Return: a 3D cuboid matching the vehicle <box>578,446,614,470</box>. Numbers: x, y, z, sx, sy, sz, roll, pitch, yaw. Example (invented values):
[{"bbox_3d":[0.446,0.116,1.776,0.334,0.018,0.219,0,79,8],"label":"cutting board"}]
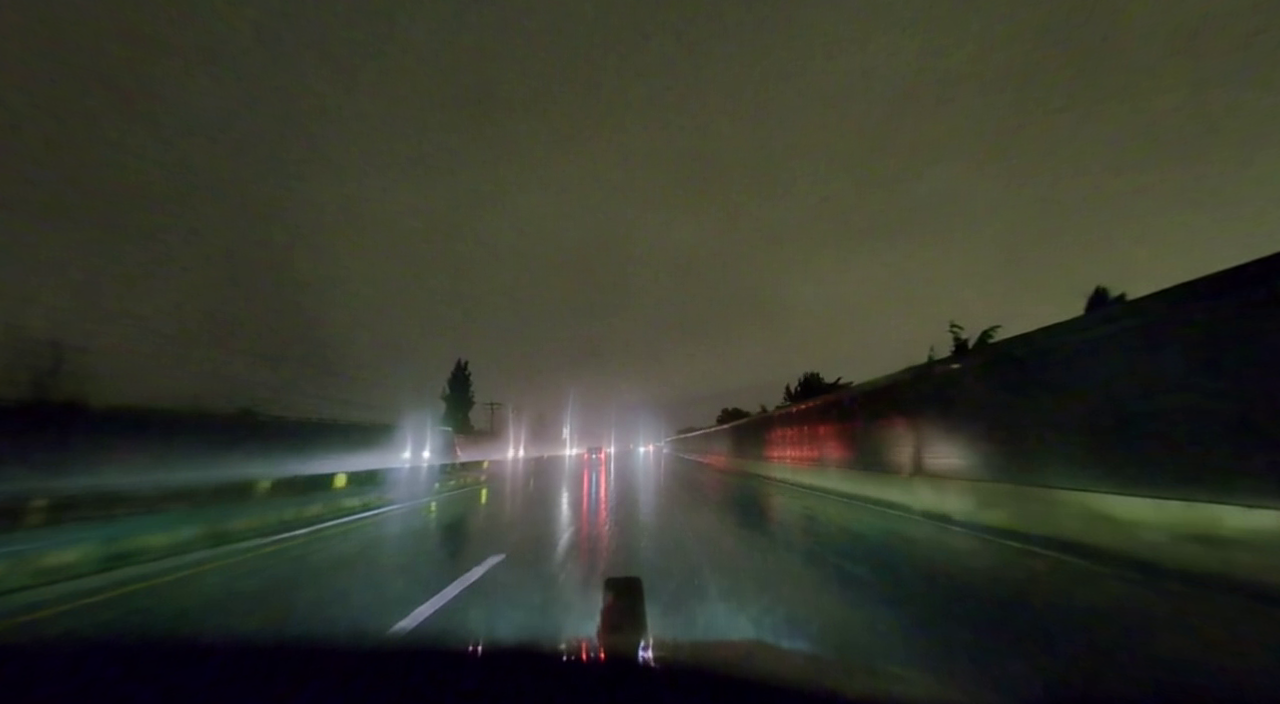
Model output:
[{"bbox_3d":[-2.871,7.035,42.021,1.991,1.473,4.707,0,-9,0],"label":"vehicle"}]
